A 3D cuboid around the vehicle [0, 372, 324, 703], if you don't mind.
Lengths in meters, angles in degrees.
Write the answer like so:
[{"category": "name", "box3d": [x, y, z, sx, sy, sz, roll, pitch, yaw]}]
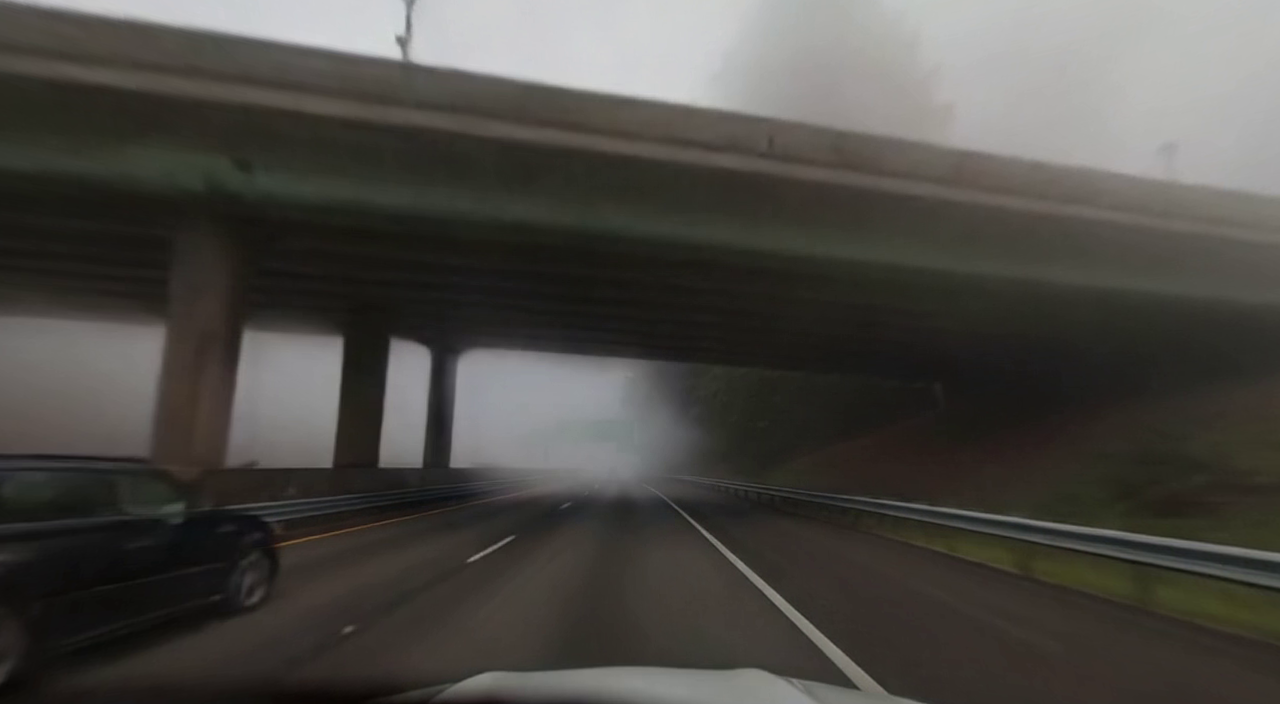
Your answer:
[{"category": "vehicle", "box3d": [-4.247, 1.077, 3.582, 2.286, 1.757, 5.057, 1, -11, -1]}]
